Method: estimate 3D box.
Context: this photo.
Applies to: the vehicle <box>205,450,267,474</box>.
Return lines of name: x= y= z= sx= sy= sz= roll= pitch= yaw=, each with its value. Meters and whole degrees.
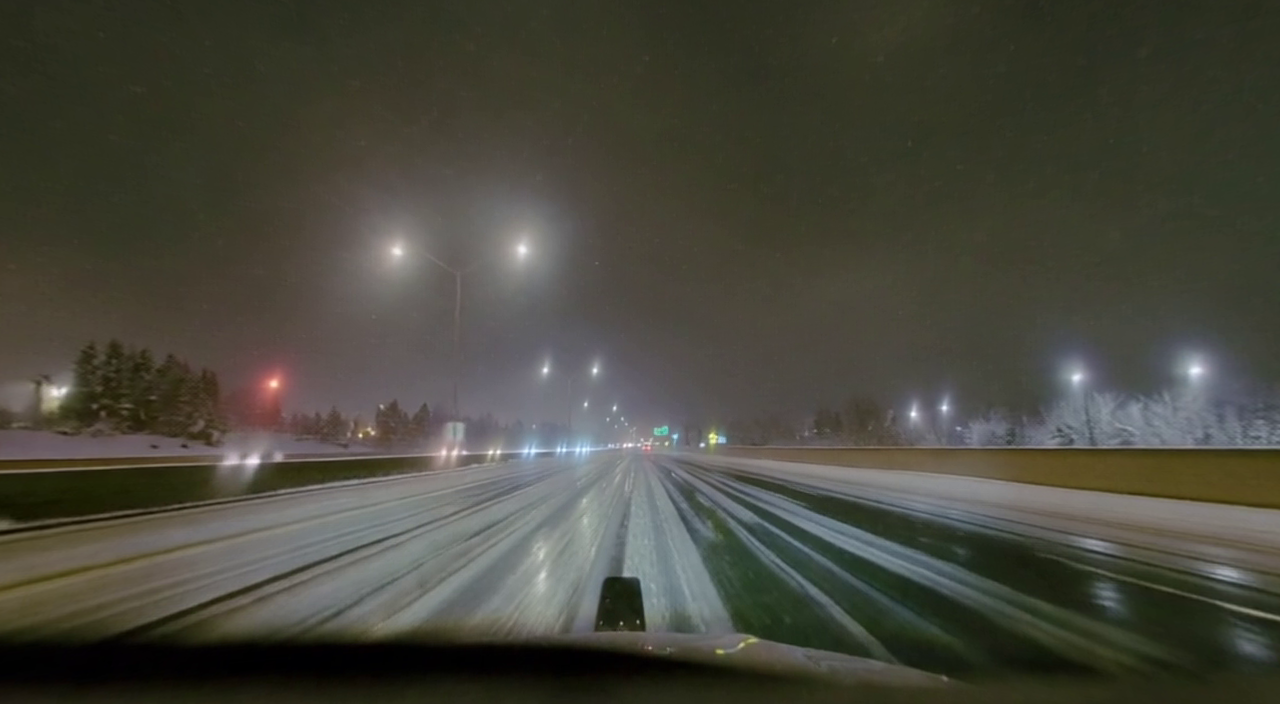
vehicle: x=-25.606 y=6.958 z=40.058 sx=1.575 sy=1.431 sz=3.580 roll=0 pitch=-9 yaw=-1
